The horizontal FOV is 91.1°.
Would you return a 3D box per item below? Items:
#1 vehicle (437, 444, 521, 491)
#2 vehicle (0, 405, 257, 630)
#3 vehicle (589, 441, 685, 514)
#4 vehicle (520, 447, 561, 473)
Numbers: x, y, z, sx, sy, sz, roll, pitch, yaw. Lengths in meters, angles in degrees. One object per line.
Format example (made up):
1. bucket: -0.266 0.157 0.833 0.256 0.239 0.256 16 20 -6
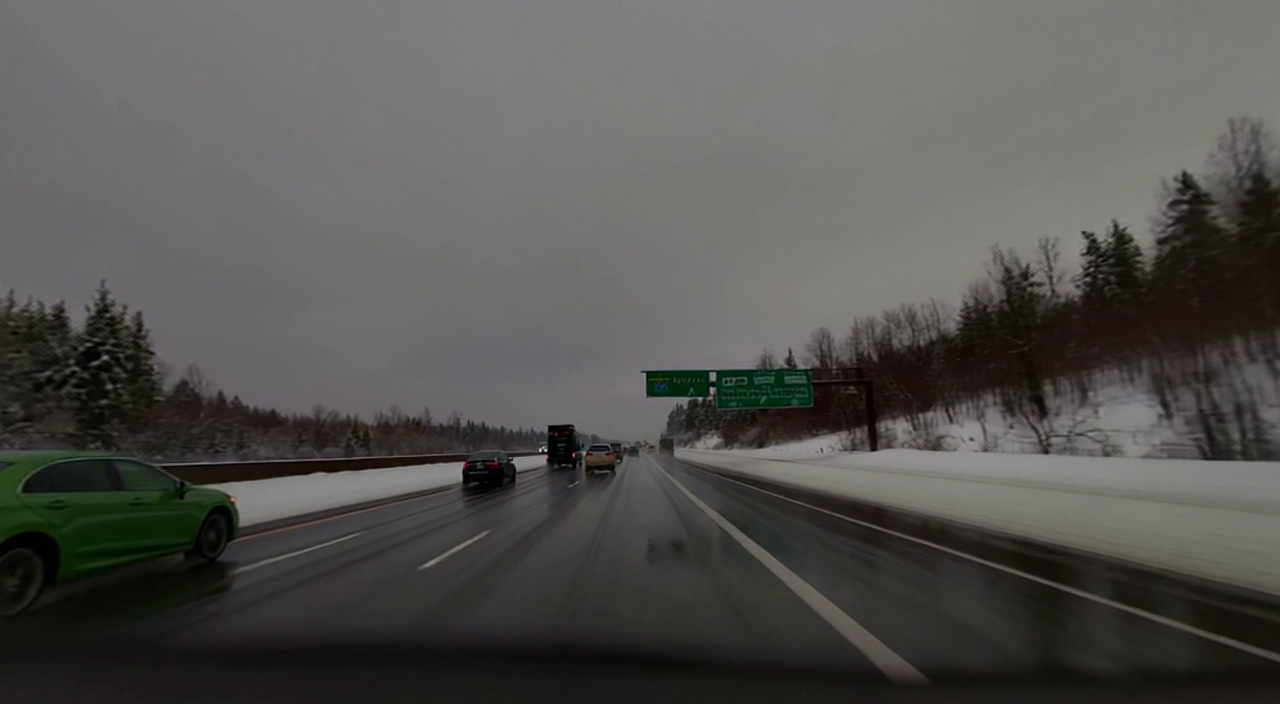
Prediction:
1. vehicle: -5.566 4.037 22.334 1.892 1.481 4.180 0 -9 0
2. vehicle: -5.732 1.374 5.622 2.058 1.626 4.118 0 -9 -1
3. vehicle: -0.094 2.806 14.512 1.940 1.451 3.512 0 -9 -1
4. vehicle: -5.818 6.335 37.132 1.814 1.417 3.860 0 -9 0
